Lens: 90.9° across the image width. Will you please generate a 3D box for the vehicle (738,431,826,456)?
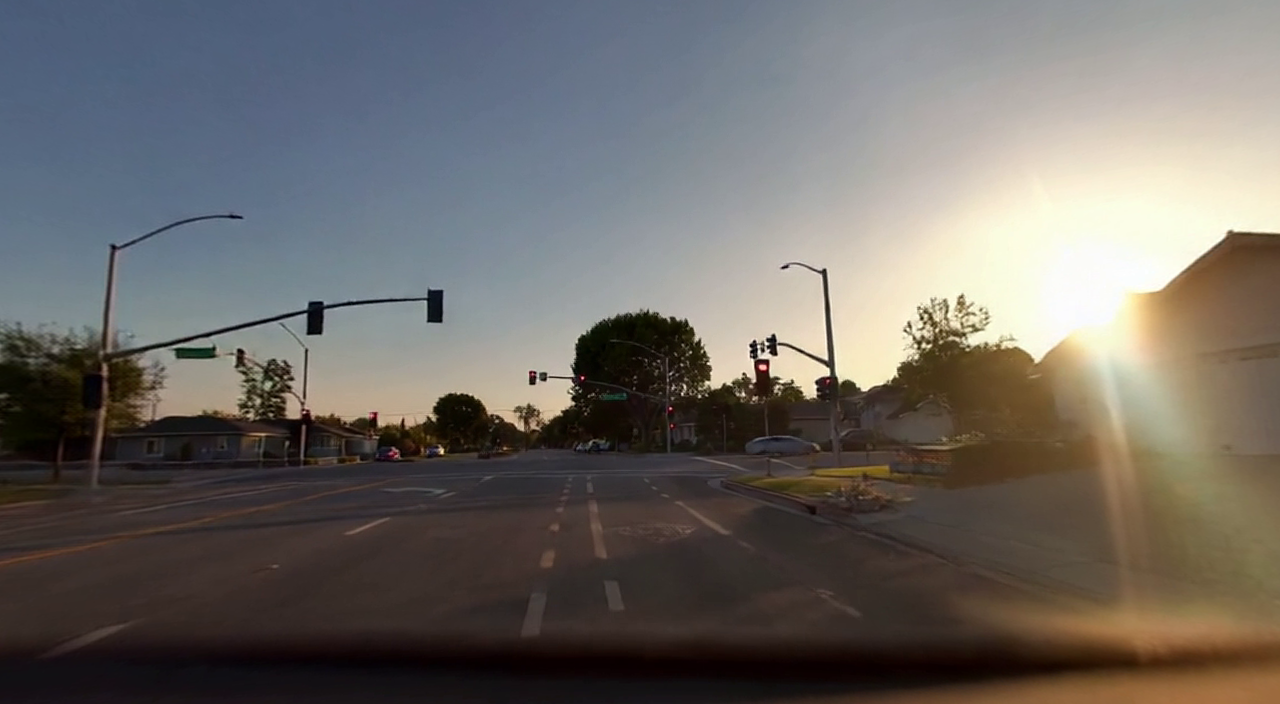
[{"bbox_3d":[8.447,5.482,37.669,4.759,1.461,1.788,1,-8,-4],"label":"vehicle"}]
